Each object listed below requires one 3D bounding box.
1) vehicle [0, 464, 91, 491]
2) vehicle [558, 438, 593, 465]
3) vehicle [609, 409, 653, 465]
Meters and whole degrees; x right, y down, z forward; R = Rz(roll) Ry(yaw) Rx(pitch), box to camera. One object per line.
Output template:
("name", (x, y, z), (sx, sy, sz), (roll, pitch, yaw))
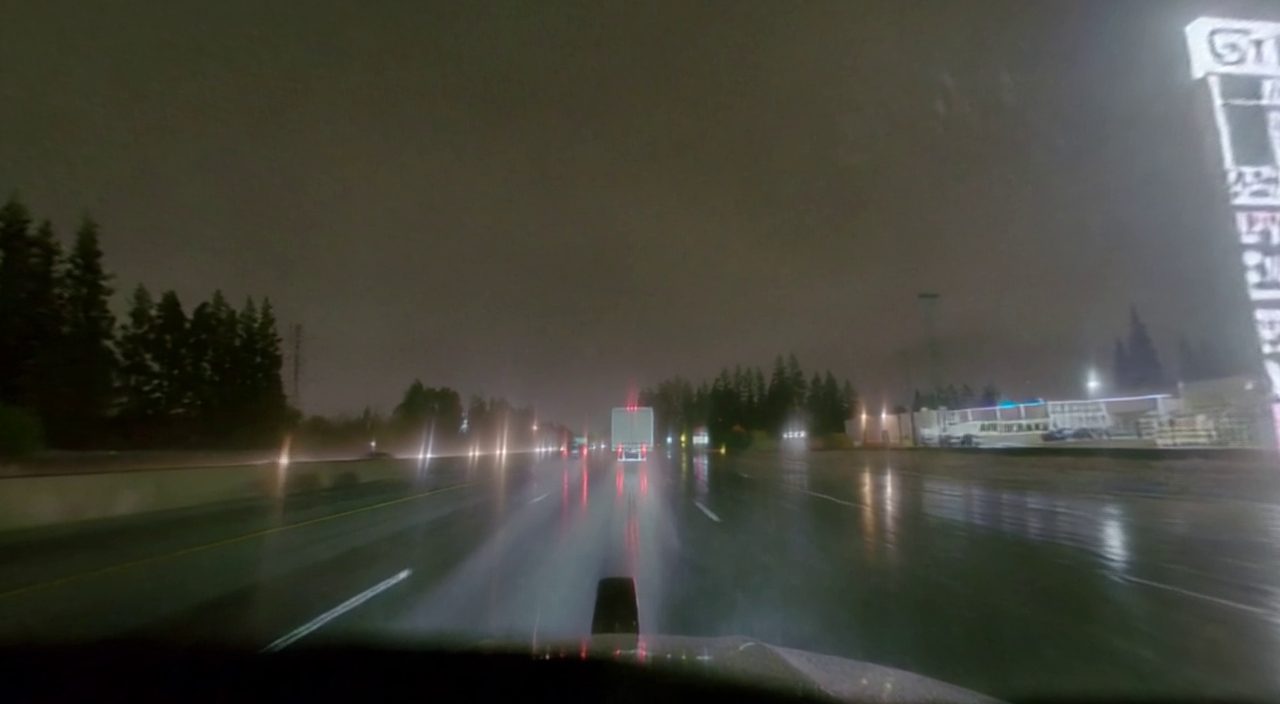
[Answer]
("vehicle", (-41.180, 8.619, 43.585), (1.961, 1.565, 5.038), (0, -8, 1))
("vehicle", (-4.797, 7.491, 47.550), (2.095, 1.930, 4.680), (0, -8, 0))
("vehicle", (-0.590, 6.693, 49.104), (3.000, 3.786, 11.740), (0, -8, 0))
